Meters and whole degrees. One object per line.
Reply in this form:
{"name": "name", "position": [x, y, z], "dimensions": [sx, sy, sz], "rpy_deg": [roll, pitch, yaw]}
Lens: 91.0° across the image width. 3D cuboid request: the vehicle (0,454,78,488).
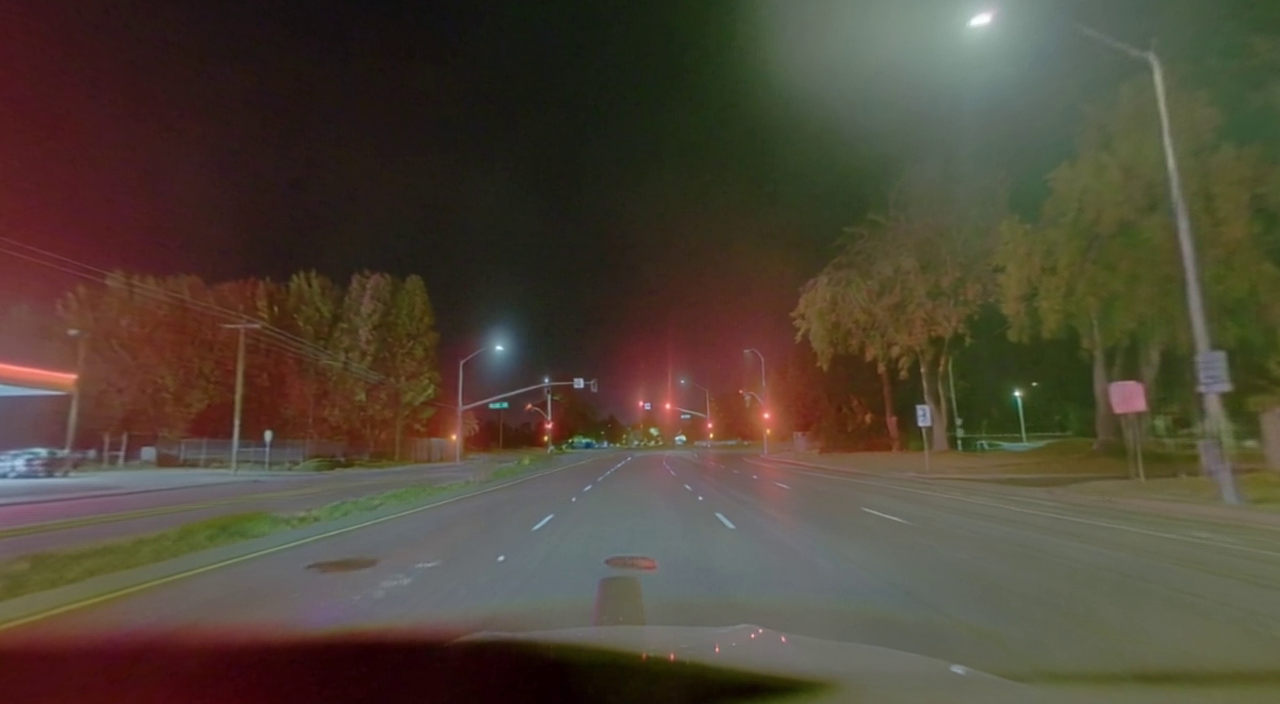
{"name": "vehicle", "position": [-34.493, 6.568, 34.924], "dimensions": [1.992, 1.721, 4.570], "rpy_deg": [-7, -11, 39]}
